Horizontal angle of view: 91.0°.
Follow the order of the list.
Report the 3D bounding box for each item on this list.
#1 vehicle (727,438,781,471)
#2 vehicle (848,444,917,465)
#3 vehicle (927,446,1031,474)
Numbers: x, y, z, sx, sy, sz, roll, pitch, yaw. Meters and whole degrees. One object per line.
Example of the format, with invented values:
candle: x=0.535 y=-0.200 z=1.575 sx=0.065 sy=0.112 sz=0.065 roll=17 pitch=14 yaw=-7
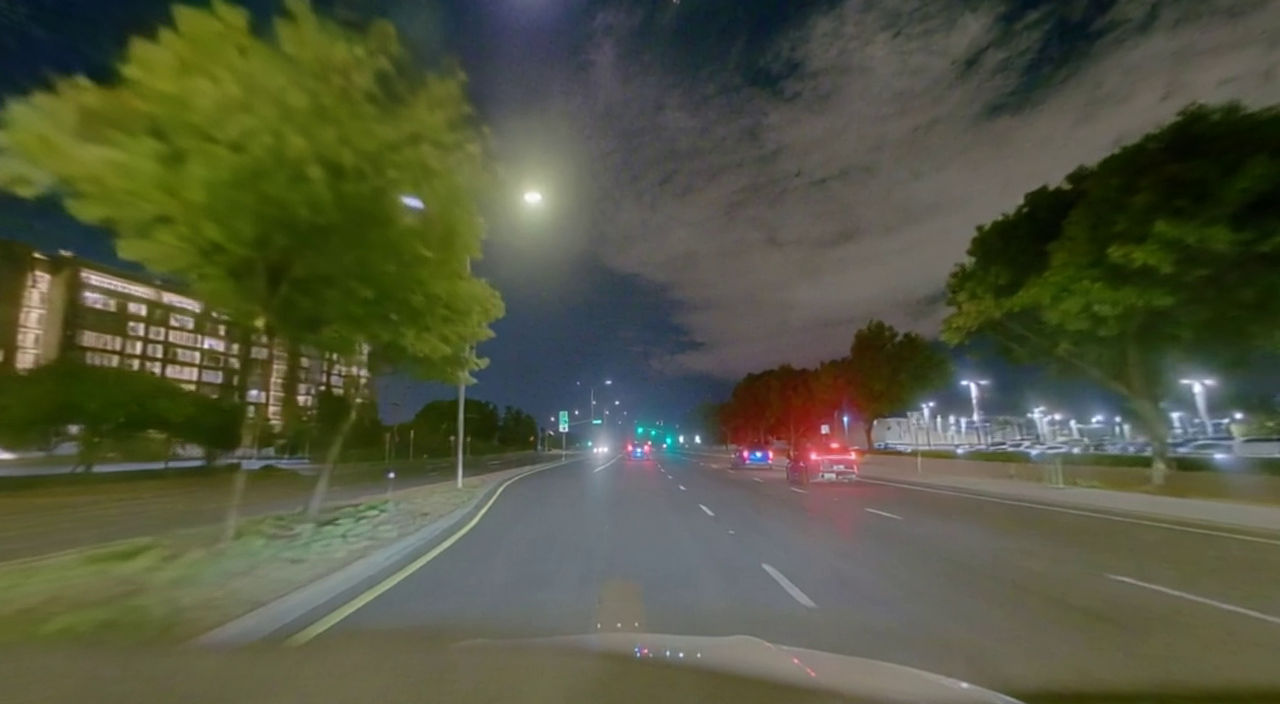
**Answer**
vehicle: x=6.525 y=5.948 z=36.698 sx=2.136 sy=1.799 sz=4.796 roll=0 pitch=-9 yaw=-2
vehicle: x=18.997 y=8.031 z=49.423 sx=4.644 sy=1.552 sz=1.980 roll=0 pitch=-9 yaw=2
vehicle: x=19.058 y=6.073 z=35.487 sx=4.683 sy=1.462 sz=1.995 roll=0 pitch=-9 yaw=0
